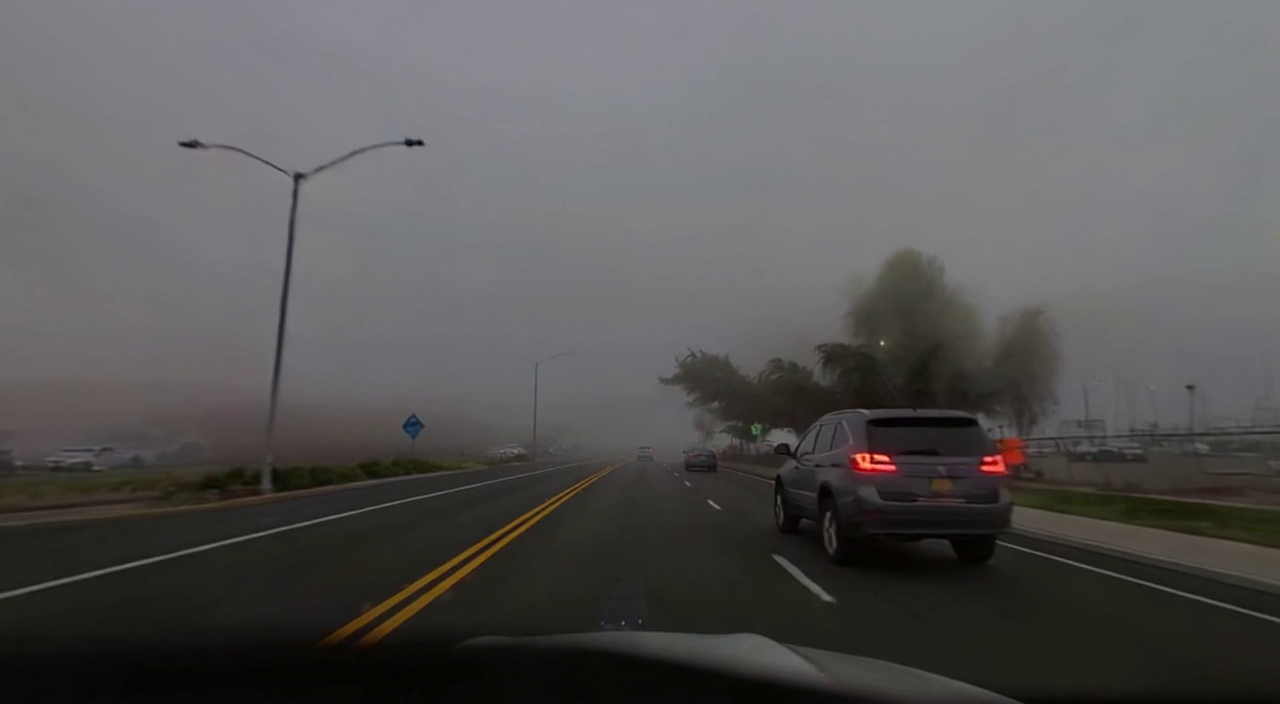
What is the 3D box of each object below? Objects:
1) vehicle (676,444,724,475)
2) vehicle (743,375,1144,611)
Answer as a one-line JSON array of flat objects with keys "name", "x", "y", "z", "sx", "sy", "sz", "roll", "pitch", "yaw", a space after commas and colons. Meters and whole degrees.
[{"name": "vehicle", "x": 3.220, "y": 5.869, "z": 34.632, "sx": 2.148, "sy": 1.562, "sz": 4.642, "roll": 0, "pitch": -8, "yaw": 0}, {"name": "vehicle", "x": 3.002, "y": 1.594, "z": 8.161, "sx": 2.386, "sy": 1.970, "sz": 5.665, "roll": 0, "pitch": -8, "yaw": 0}]
